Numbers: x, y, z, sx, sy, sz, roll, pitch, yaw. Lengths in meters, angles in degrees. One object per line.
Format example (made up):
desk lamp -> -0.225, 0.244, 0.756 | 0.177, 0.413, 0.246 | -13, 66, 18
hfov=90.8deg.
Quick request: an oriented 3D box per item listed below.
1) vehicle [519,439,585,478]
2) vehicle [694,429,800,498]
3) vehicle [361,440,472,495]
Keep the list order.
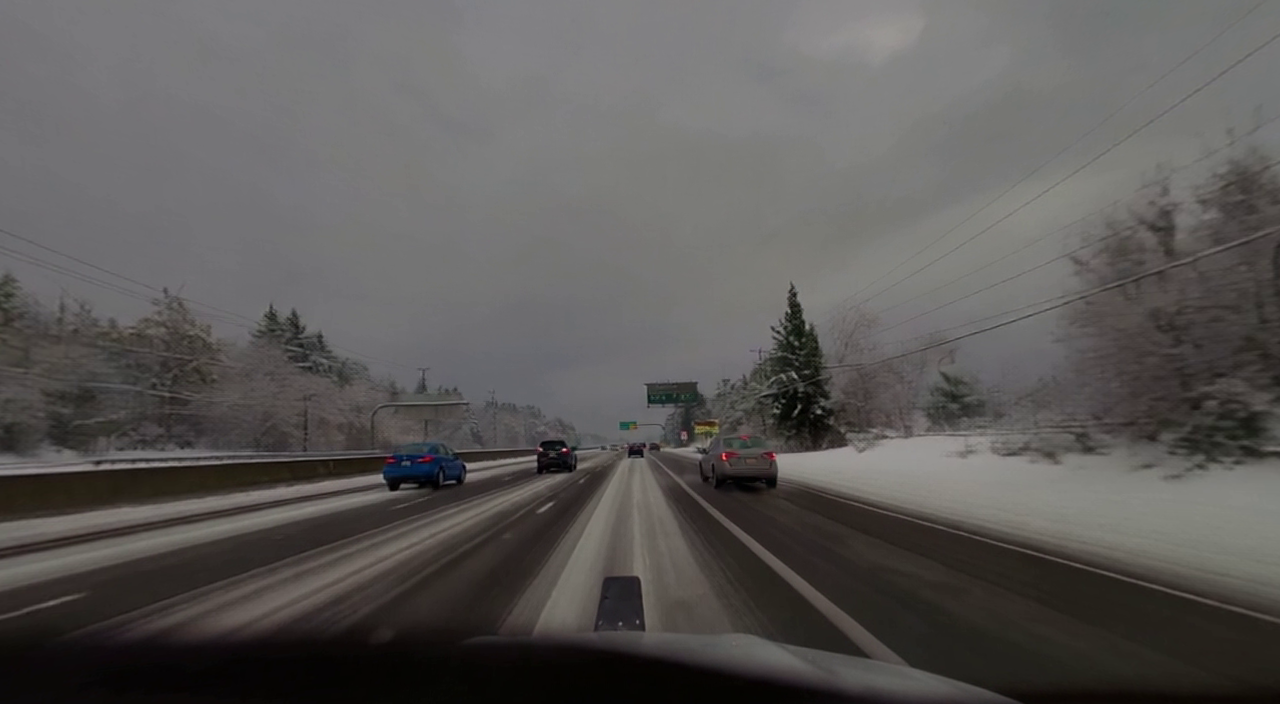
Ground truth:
vehicle -> -3.551, 4.401, 26.355 | 2.066, 1.488, 4.377 | 0, -8, 1
vehicle -> 2.829, 3.073, 17.773 | 2.100, 1.659, 4.387 | 0, -8, -2
vehicle -> -6.679, 3.475, 19.411 | 1.903, 1.482, 4.180 | 0, -8, -1
